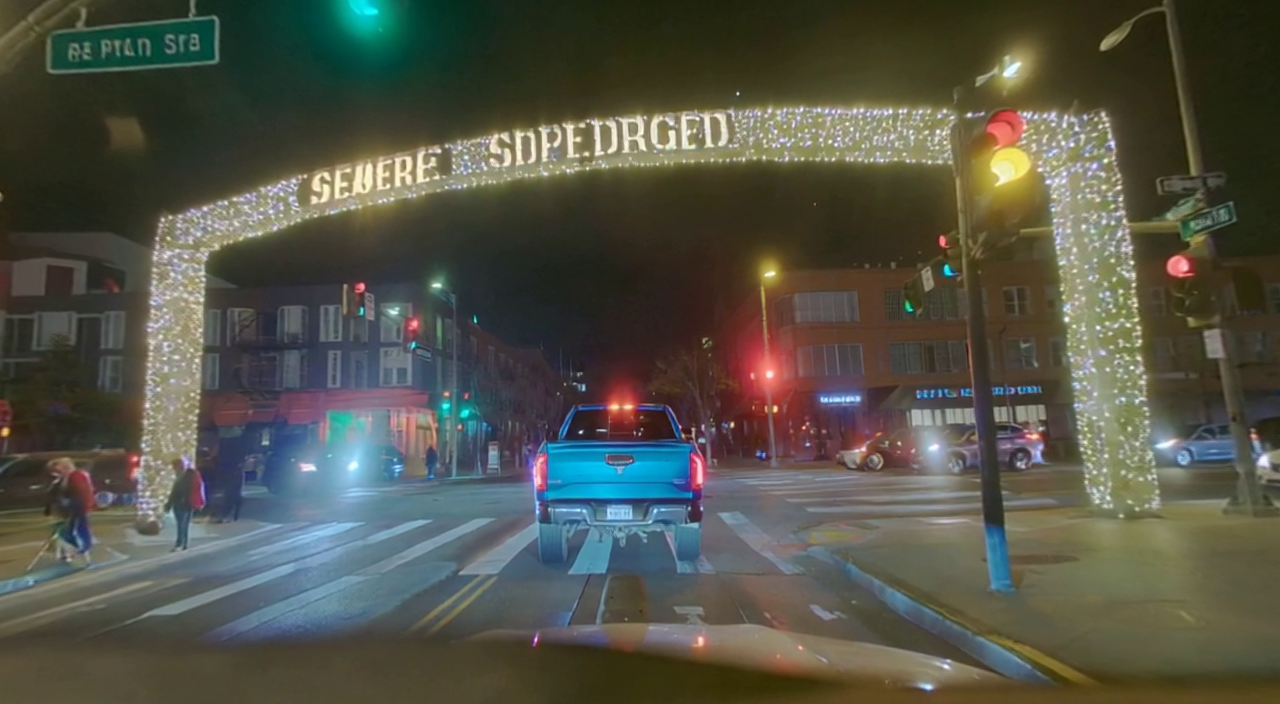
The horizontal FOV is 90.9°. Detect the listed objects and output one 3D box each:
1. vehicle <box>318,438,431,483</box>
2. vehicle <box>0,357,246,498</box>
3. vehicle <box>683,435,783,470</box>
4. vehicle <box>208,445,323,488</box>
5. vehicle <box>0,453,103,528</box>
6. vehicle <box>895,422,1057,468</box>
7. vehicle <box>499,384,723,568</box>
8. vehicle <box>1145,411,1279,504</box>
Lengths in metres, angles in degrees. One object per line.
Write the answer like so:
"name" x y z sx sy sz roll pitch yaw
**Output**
"vehicle" -13.134 5.370 31.376 4.799 1.909 2.011 -3 -7 3
"vehicle" -22.188 2.719 22.529 13.729 4.662 3.300 0 -9 0
"vehicle" 4.311 4.739 29.808 4.515 1.583 1.920 -1 -8 3
"vehicle" -18.614 5.681 31.478 4.398 2.057 1.959 0 -8 -2
"vehicle" -16.034 3.293 15.244 4.039 1.654 2.092 0 -8 -3
"vehicle" 11.650 3.257 22.088 4.600 1.506 1.878 0 -9 -2
"vehicle" -0.469 1.781 9.858 2.477 2.020 5.534 0 -8 -3
"vehicle" 13.065 2.024 12.456 4.082 1.613 2.211 -3 -12 -1
